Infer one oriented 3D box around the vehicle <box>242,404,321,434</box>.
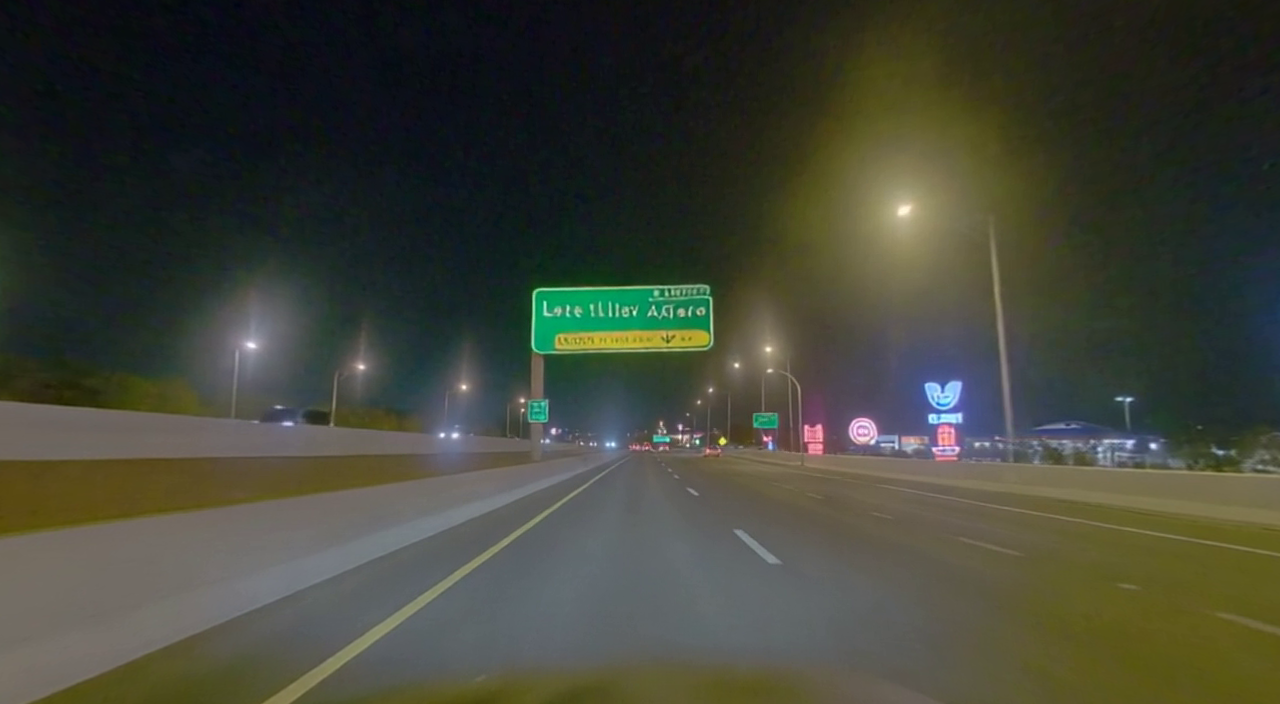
[{"bbox_3d":[-21.240,4.060,37.672,1.998,1.579,4.540,0,-9,0],"label":"vehicle"}]
